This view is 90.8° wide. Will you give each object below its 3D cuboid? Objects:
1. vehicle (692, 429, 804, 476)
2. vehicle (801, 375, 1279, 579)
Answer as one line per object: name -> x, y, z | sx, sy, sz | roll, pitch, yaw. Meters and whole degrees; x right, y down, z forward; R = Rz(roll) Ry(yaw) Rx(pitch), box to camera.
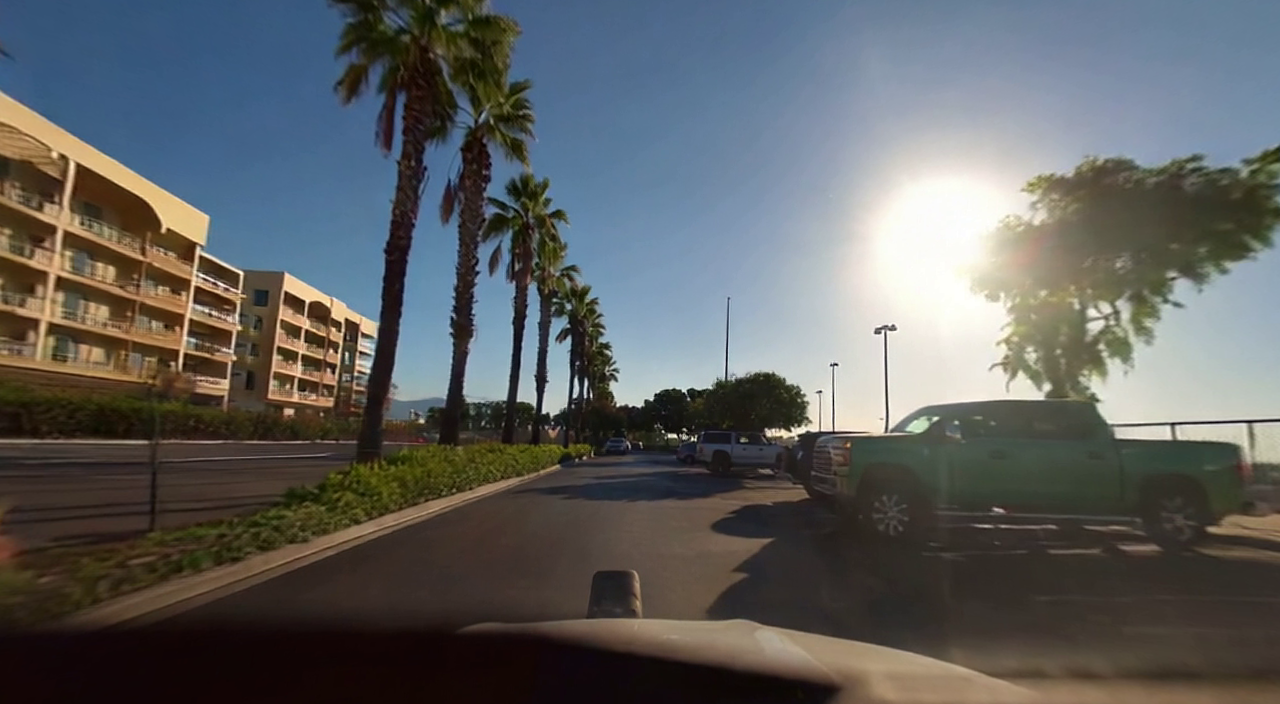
vehicle -> 4.776, 4.505, 28.351 | 4.609, 1.734, 1.909 | 3, -9, 0
vehicle -> 5.219, 1.564, 8.350 | 5.639, 2.033, 2.172 | 3, -7, 3
